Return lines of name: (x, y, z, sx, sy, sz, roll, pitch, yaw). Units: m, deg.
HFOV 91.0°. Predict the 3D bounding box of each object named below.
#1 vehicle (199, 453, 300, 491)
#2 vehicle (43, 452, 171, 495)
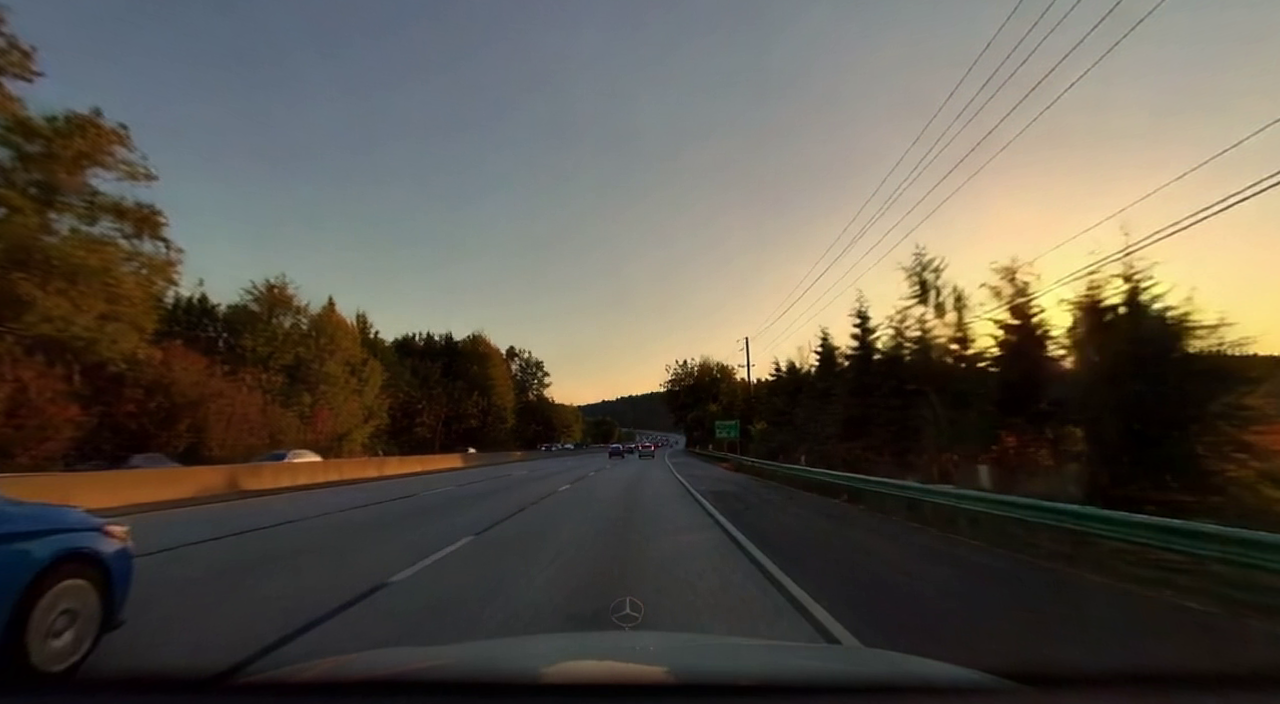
vehicle: (-16.597, 5.089, 27.020, 1.660, 1.411, 4.041, 0, -8, 2)
vehicle: (-19.887, 4.529, 23.706, 1.701, 1.400, 3.522, 0, -8, 0)
